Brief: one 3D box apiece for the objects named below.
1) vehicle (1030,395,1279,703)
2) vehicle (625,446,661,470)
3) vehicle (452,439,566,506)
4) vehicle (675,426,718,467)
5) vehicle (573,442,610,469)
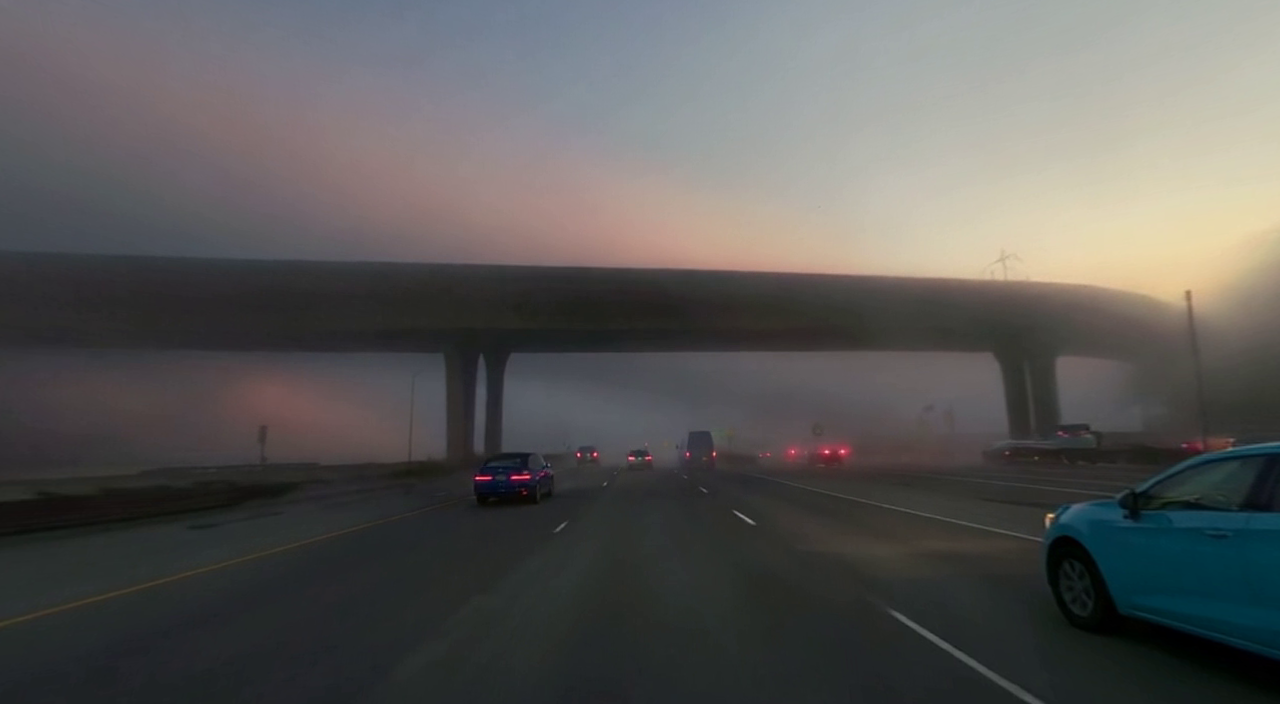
[{"bbox_3d":[3.954,0.905,2.361,2.085,1.558,4.466,0,-9,0],"label":"vehicle"},{"bbox_3d":[0.189,6.756,40.425,2.174,1.467,4.005,0,-8,0],"label":"vehicle"},{"bbox_3d":[-3.352,3.175,17.020,2.137,1.562,3.926,-1,-8,1],"label":"vehicle"},{"bbox_3d":[3.972,6.874,45.757,2.436,2.745,6.607,0,-9,-1],"label":"vehicle"},{"bbox_3d":[-3.224,7.017,42.759,2.078,1.706,4.298,-1,-9,1],"label":"vehicle"}]
